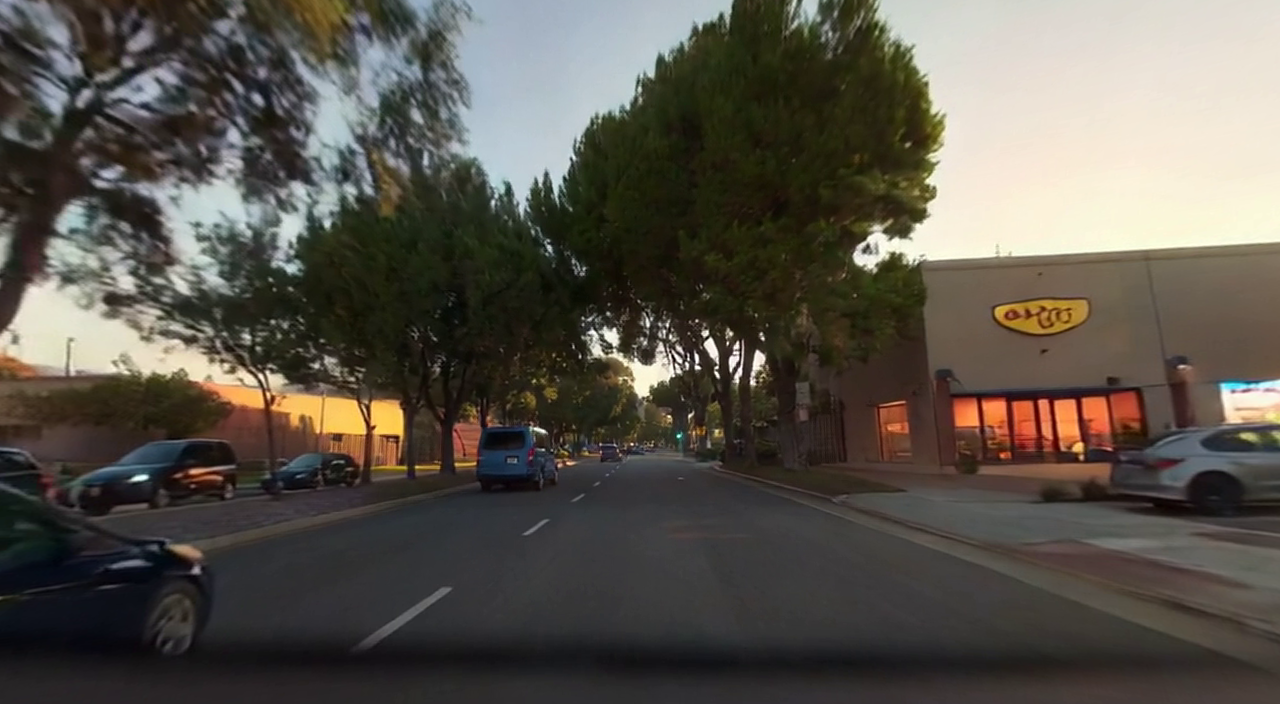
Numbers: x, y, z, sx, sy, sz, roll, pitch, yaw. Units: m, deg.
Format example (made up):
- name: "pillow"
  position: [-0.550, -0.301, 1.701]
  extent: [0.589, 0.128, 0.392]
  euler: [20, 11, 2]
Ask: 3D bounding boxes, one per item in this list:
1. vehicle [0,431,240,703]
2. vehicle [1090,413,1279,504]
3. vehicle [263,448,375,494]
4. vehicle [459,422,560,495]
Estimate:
- name: "vehicle"
  position: [-3.737, 0.949, 2.001]
  extent: [1.959, 1.406, 4.550]
  euler: [0, -8, -1]
- name: "vehicle"
  position: [11.226, 1.894, 11.323]
  extent: [4.607, 1.471, 1.982]
  euler: [0, -8, 2]
- name: "vehicle"
  position: [-11.217, 4.153, 22.313]
  extent: [1.812, 1.405, 4.305]
  euler: [0, -8, -2]
- name: "vehicle"
  position: [-3.933, 3.323, 19.910]
  extent: [2.152, 1.987, 4.952]
  euler: [0, -8, 0]
